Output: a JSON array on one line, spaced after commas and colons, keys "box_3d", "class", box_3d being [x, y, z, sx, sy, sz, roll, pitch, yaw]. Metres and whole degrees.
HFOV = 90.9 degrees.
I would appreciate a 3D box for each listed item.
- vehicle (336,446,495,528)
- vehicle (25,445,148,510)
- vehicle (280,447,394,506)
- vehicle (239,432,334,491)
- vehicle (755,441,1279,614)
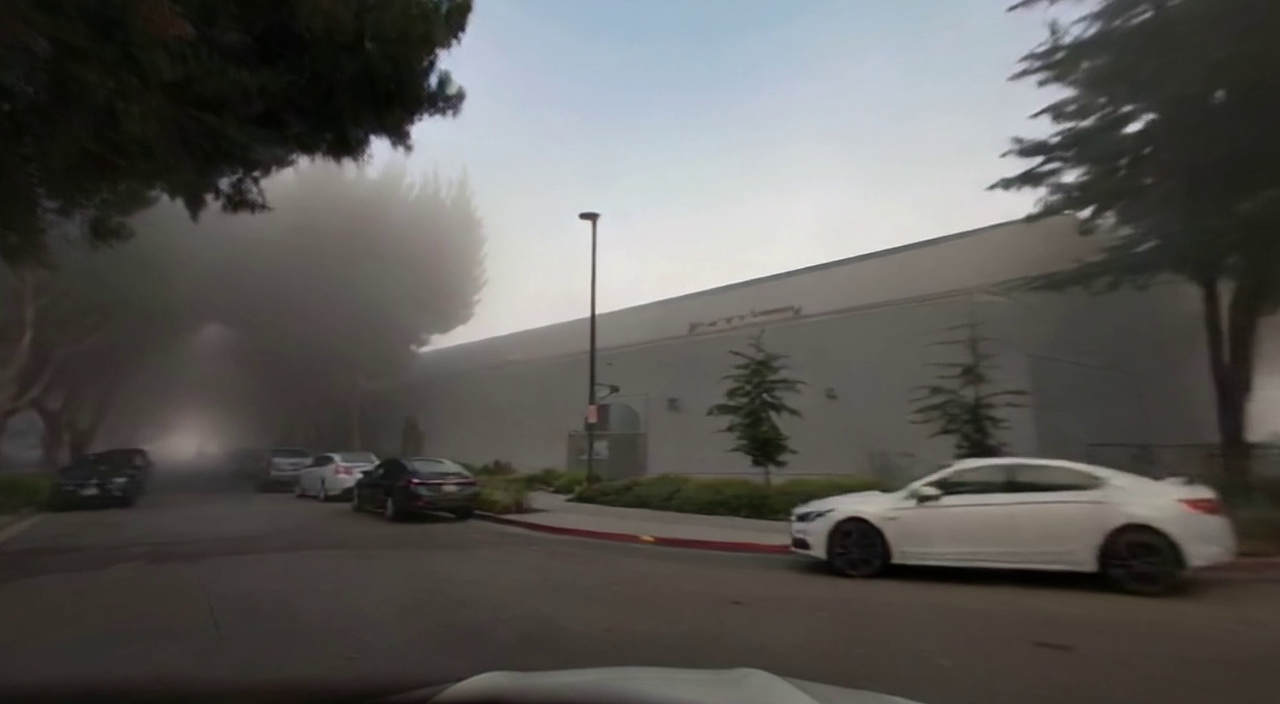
[{"box_3d": [-5.003, 2.870, 13.735, 1.889, 1.482, 4.118, 9, -13, -38], "class": "vehicle"}, {"box_3d": [-14.491, 3.297, 16.758, 2.018, 1.461, 4.413, 8, -13, -37], "class": "vehicle"}, {"box_3d": [-8.945, 3.601, 18.427, 1.815, 1.479, 4.498, 9, -14, -39], "class": "vehicle"}, {"box_3d": [-13.621, 4.204, 24.110, 2.242, 1.972, 4.898, 9, -13, -37], "class": "vehicle"}, {"box_3d": [3.749, 1.752, 6.863, 4.770, 1.448, 1.983, -2, -11, 14], "class": "vehicle"}]
